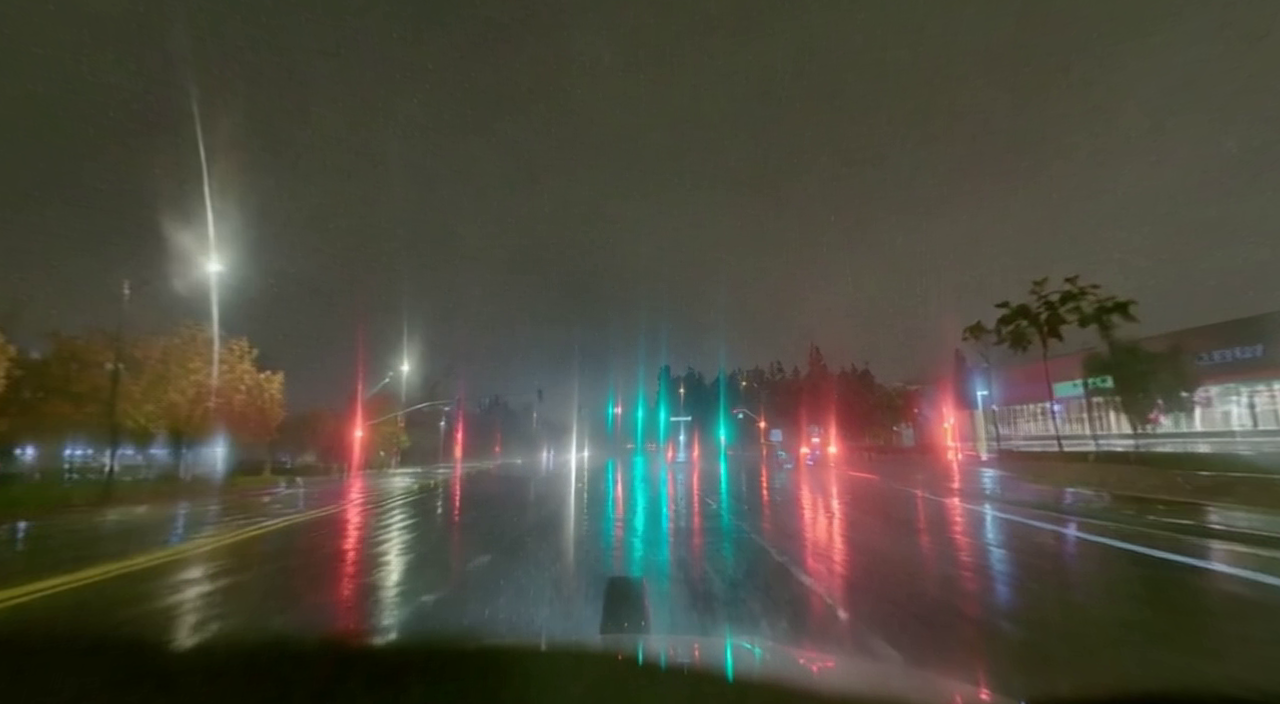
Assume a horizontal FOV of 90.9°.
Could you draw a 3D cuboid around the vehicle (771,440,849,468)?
[{"bbox_3d":[9.881,5.939,36.826,4.007,1.591,1.915,-1,-8,2],"label":"vehicle"}]
